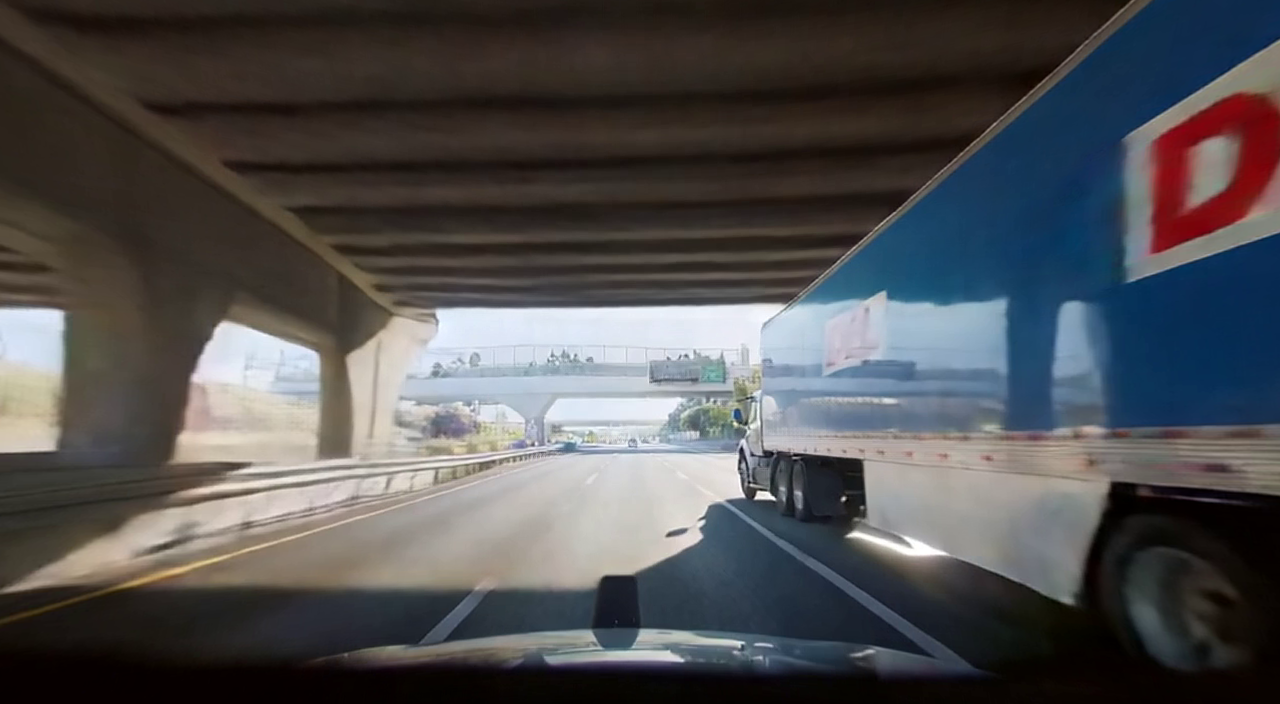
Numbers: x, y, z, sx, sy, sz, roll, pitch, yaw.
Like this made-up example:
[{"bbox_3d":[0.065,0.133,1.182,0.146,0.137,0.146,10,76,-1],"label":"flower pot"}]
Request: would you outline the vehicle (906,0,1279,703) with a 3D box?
[{"bbox_3d":[4.606,-0.250,2.947,2.880,3.918,8.254,0,-8,-1],"label":"vehicle"}]
